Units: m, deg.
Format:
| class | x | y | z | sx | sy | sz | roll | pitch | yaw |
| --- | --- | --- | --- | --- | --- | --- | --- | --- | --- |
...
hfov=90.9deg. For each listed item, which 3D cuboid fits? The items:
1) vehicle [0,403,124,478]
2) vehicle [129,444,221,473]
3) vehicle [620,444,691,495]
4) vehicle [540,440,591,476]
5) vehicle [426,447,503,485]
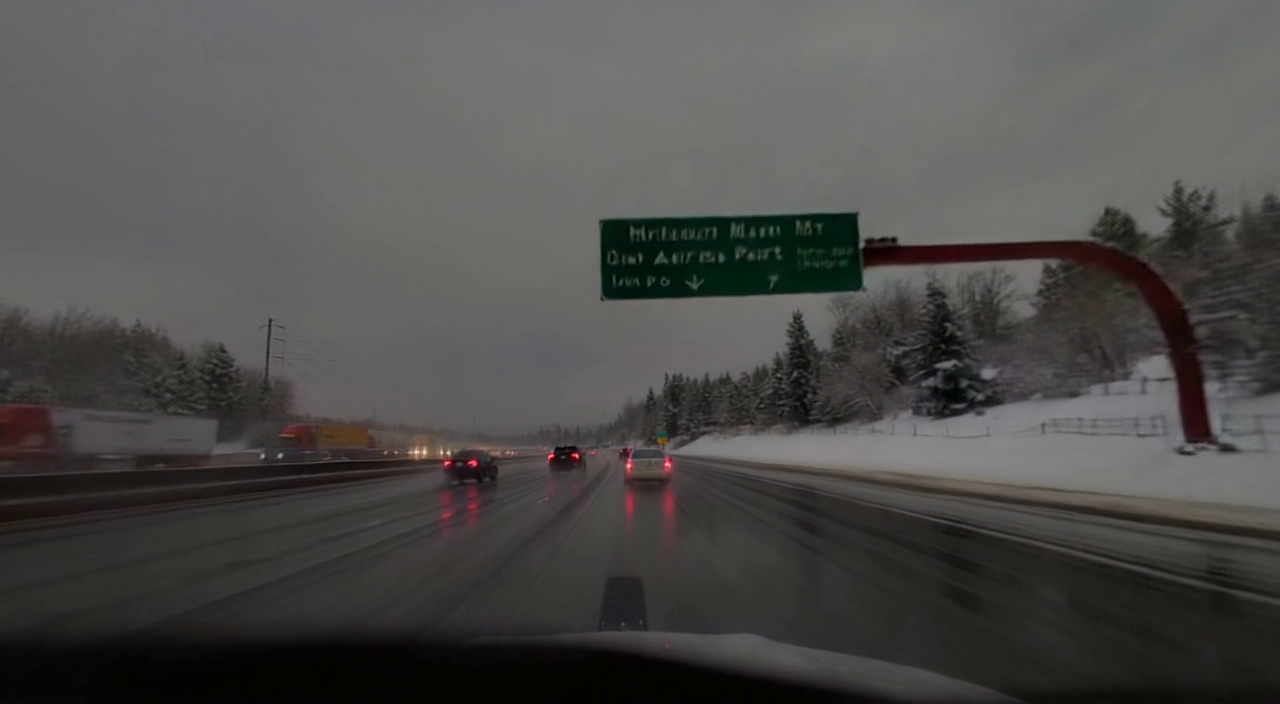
| class | x | y | z | sx | sy | sz | roll | pitch | yaw |
| --- | --- | --- | --- | --- | --- | --- | --- | --- | --- |
| vehicle | -34.585 | 5.148 | 36.578 | 2.978 | 3.905 | 7.816 | 1 | -8 | -4 |
| vehicle | -26.631 | 6.099 | 36.311 | 2.079 | 1.561 | 4.381 | 0 | -8 | -3 |
| vehicle | 0.393 | 3.740 | 20.563 | 2.082 | 1.482 | 4.126 | 0 | -8 | -2 |
| vehicle | -3.908 | 5.651 | 33.799 | 2.289 | 1.777 | 4.534 | 0 | -8 | -2 |
| vehicle | -7.321 | 4.776 | 26.823 | 1.974 | 1.464 | 4.733 | 0 | -8 | -1 |
